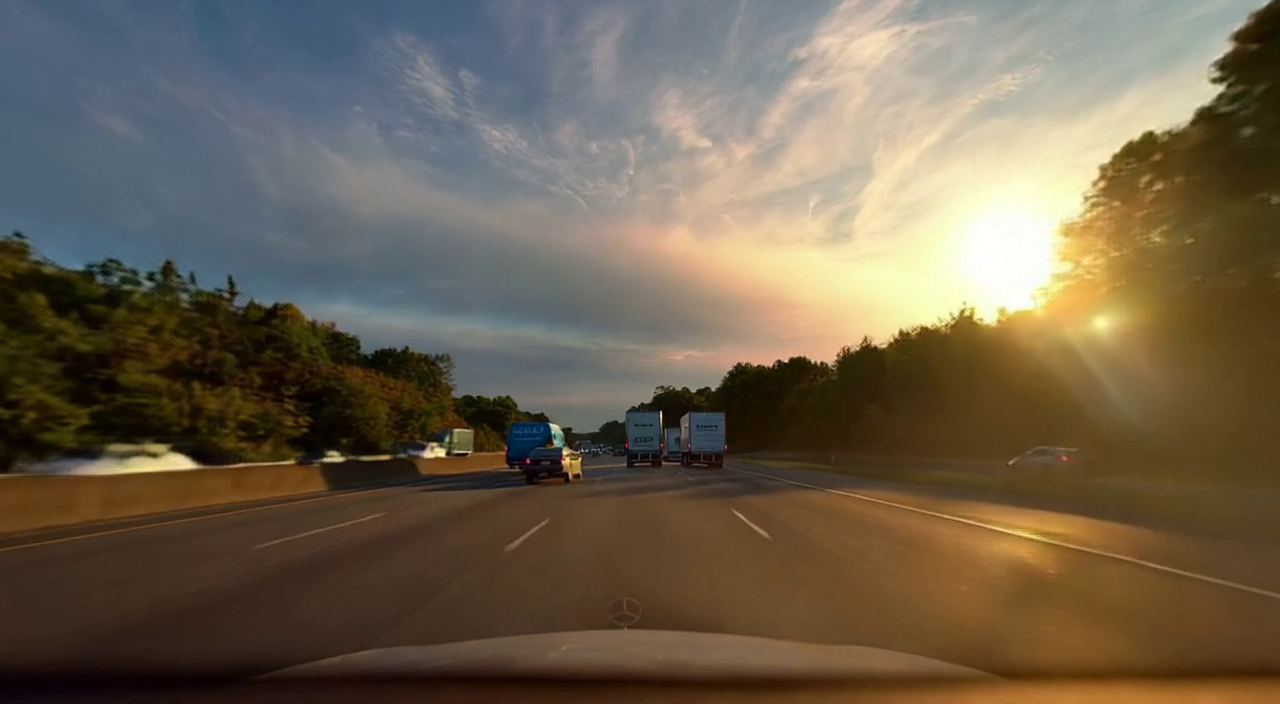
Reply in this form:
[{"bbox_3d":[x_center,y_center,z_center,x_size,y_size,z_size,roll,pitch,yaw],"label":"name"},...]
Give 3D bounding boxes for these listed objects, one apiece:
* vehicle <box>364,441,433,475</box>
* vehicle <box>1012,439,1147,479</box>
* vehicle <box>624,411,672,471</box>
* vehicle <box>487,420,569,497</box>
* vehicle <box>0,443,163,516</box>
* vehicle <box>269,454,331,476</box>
[{"bbox_3d":[-13.113,5.794,34.557,2.029,1.703,4.156,0,-9,1],"label":"vehicle"},{"bbox_3d":[19.968,4.848,28.869,2.108,1.659,4.515,6,-11,-33],"label":"vehicle"},{"bbox_3d":[0.474,6.864,48.330,3.201,4.019,10.918,0,-9,-1],"label":"vehicle"},{"bbox_3d":[-3.529,3.432,20.523,2.033,2.234,3.490,0,-9,-1],"label":"vehicle"},{"bbox_3d":[-13.404,2.789,14.205,1.835,1.418,4.358,0,-9,1],"label":"vehicle"},{"bbox_3d":[-23.905,7.913,44.536,1.813,1.448,4.550,0,-9,0],"label":"vehicle"}]
